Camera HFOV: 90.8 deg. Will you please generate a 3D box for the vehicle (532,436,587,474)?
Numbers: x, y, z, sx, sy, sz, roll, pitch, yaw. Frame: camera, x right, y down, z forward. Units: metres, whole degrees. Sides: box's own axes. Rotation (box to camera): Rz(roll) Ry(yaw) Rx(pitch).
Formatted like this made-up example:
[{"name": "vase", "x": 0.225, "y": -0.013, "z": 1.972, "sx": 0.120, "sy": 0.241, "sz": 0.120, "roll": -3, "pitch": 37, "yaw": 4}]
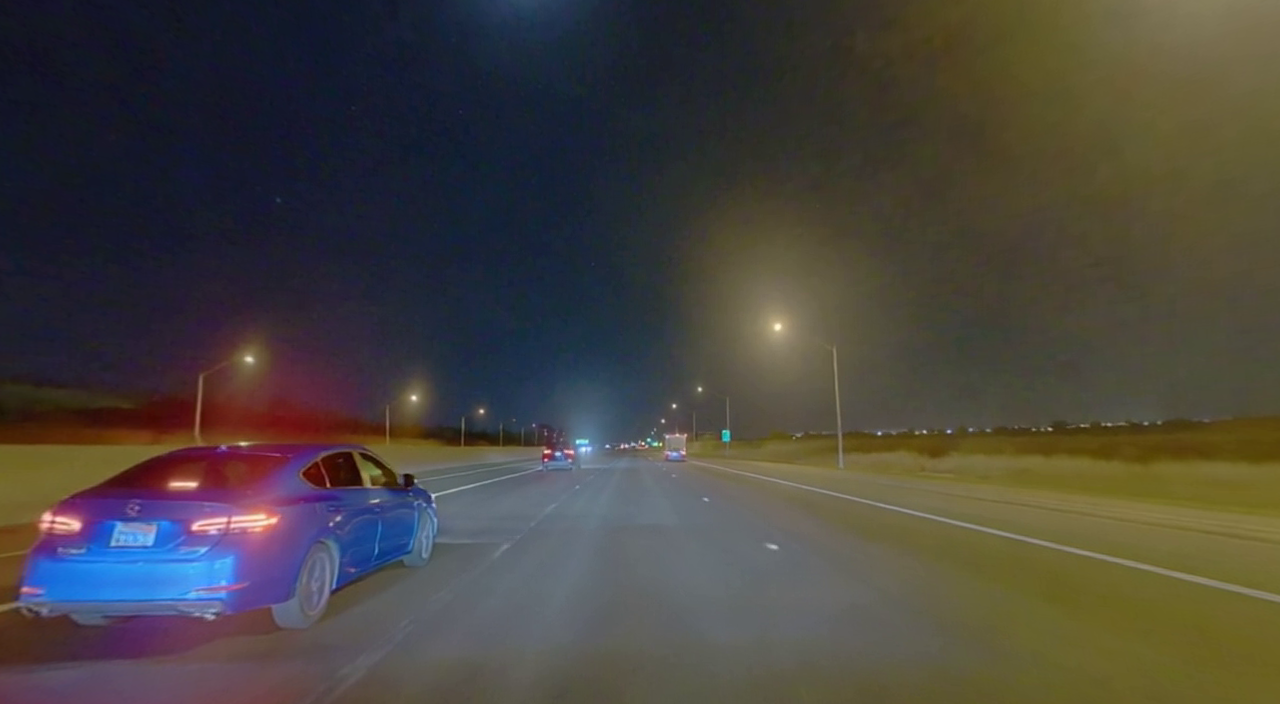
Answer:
[{"name": "vehicle", "x": -4.040, "y": 5.288, "z": 32.556, "sx": 2.205, "sy": 1.773, "sz": 5.124, "roll": 0, "pitch": -9, "yaw": 0}]
